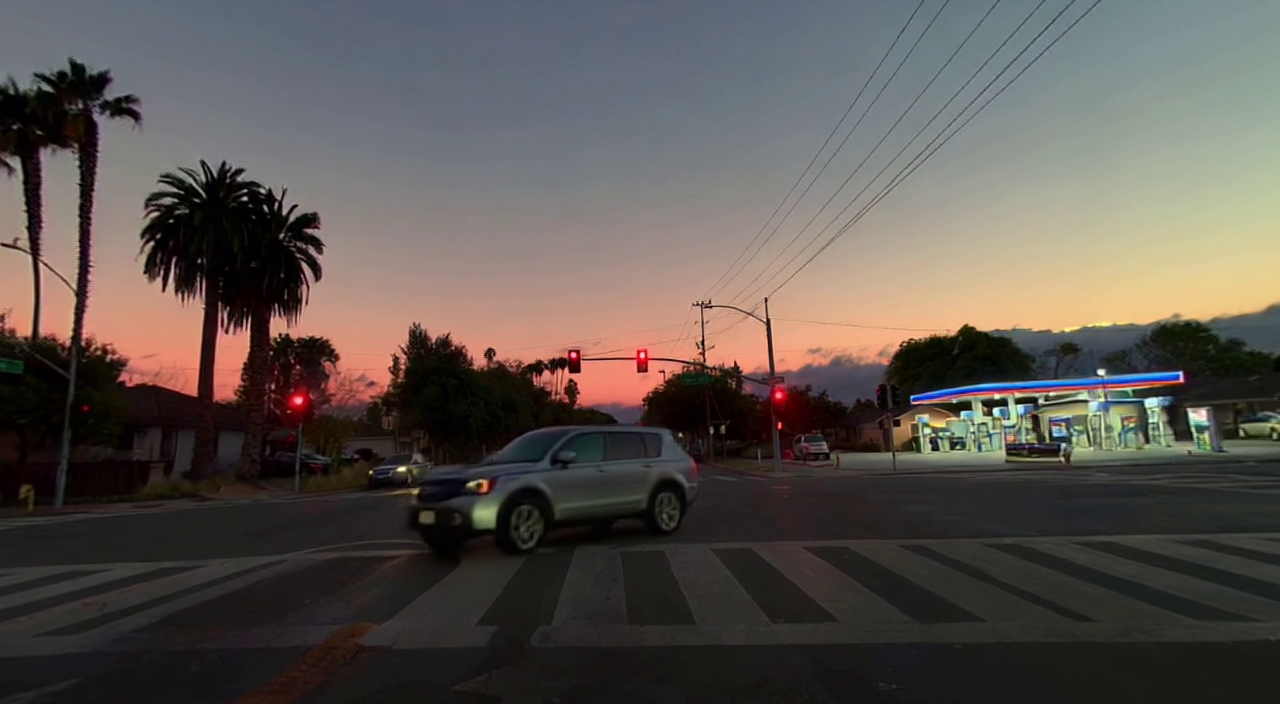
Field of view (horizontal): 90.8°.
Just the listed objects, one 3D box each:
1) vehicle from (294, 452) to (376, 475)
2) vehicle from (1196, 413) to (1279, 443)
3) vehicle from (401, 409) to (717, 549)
[{"bbox_3d":[-20.944,7.681,43.514,4.672,1.469,1.816,-1,-9,-2],"label":"vehicle"},{"bbox_3d":[38.302,4.791,39.971,4.488,1.447,1.765,-5,-8,-1],"label":"vehicle"},{"bbox_3d":[-1.119,2.023,10.784,5.086,1.817,1.952,7,-12,-42],"label":"vehicle"}]
